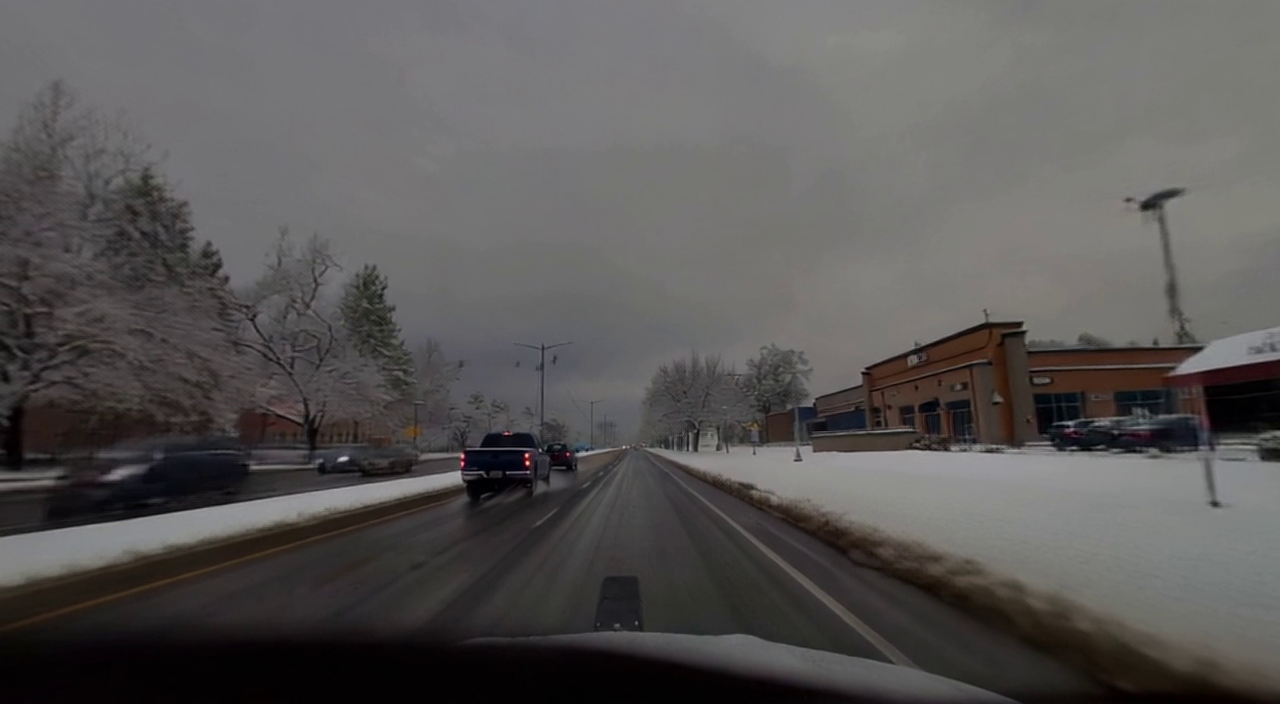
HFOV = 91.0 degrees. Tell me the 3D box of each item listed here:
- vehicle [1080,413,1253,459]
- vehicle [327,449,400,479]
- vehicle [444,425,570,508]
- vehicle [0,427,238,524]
[{"bbox_3d":[26.148,4.255,31.478,6.324,1.986,2.478,-2,-9,0],"label":"vehicle"},{"bbox_3d":[-14.512,5.877,33.337,1.813,1.476,4.406,0,-9,1],"label":"vehicle"},{"bbox_3d":[-3.232,2.924,16.561,2.065,1.790,5.417,0,-9,1],"label":"vehicle"},{"bbox_3d":[-11.386,2.553,13.628,1.988,1.687,5.001,0,-9,0],"label":"vehicle"}]
